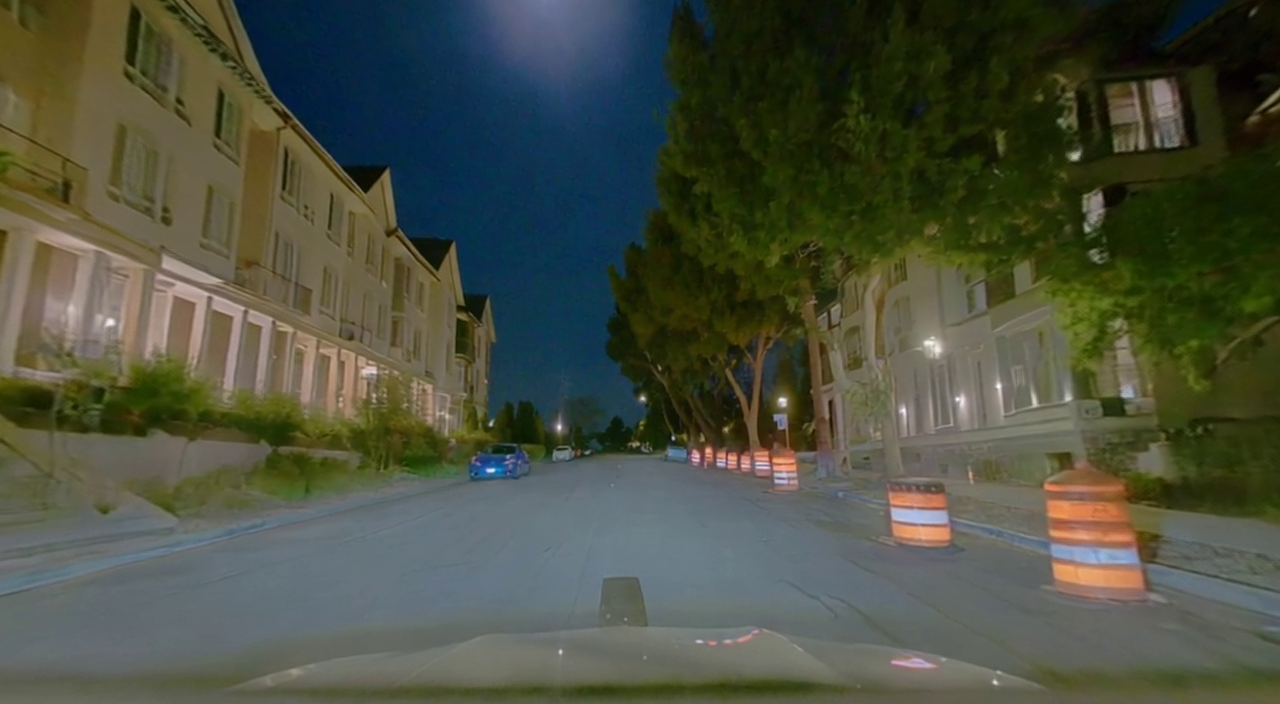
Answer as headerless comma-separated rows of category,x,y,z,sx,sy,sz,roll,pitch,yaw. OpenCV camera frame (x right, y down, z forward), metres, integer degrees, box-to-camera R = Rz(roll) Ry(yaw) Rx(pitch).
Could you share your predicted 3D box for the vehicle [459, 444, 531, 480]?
vehicle,-6.527,4.997,28.907,2.137,1.481,4.503,0,-8,1
